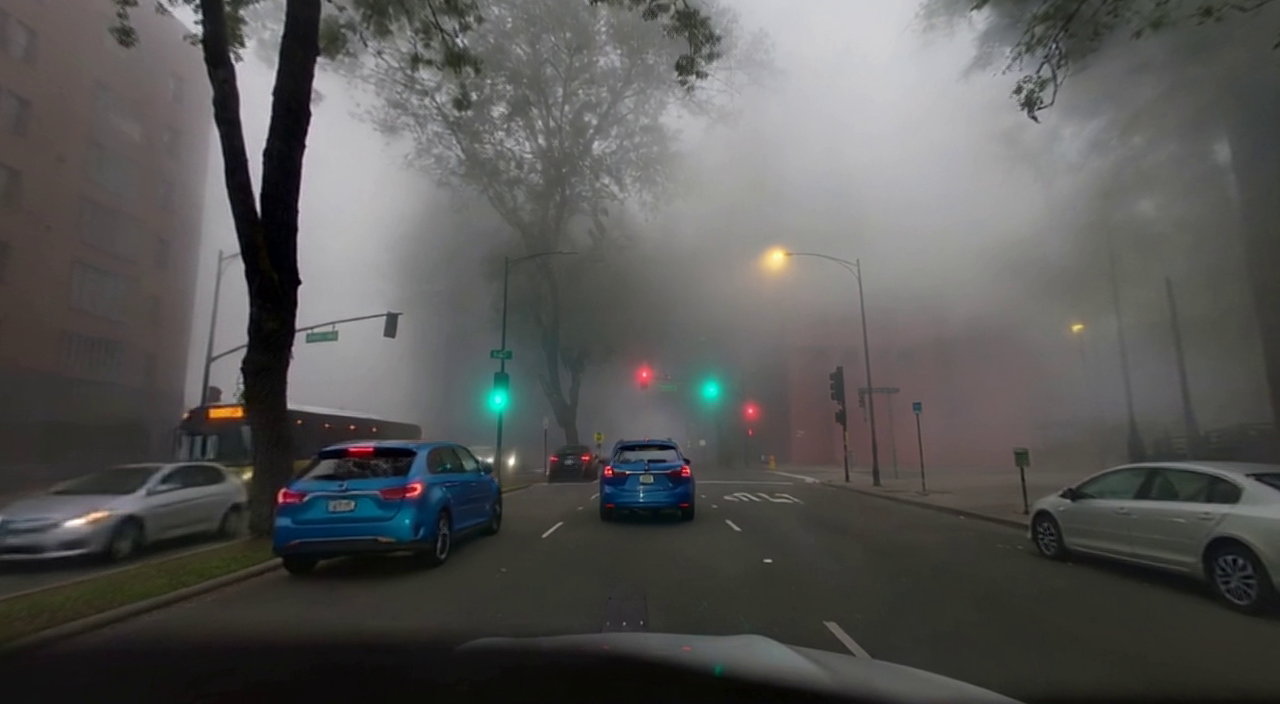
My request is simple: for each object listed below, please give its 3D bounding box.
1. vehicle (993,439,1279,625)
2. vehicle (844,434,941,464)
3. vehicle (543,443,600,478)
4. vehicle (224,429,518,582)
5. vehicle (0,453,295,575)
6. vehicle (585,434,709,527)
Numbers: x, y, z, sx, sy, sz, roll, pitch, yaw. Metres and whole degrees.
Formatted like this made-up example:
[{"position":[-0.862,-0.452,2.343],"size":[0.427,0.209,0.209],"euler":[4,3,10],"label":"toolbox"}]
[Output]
[{"position":[5.994,1.677,6.654],"size":[1.873,1.453,4.579],"euler":[0,-9,0],"label":"vehicle"},{"position":[16.433,6.346,41.261],"size":[5.345,1.811,2.175],"euler":[0,-9,-1],"label":"vehicle"},{"position":[-3.037,4.923,28.835],"size":[2.131,1.486,4.089],"euler":[0,-9,0],"label":"vehicle"},{"position":[-3.115,1.869,8.581],"size":[1.970,1.492,4.534],"euler":[0,-9,0],"label":"vehicle"},{"position":[-7.321,2.200,9.362],"size":[1.964,1.341,4.149],"euler":[-1,-9,2],"label":"vehicle"},{"position":[0.083,2.368,12.108],"size":[2.022,1.481,3.564],"euler":[0,-9,-1],"label":"vehicle"}]
